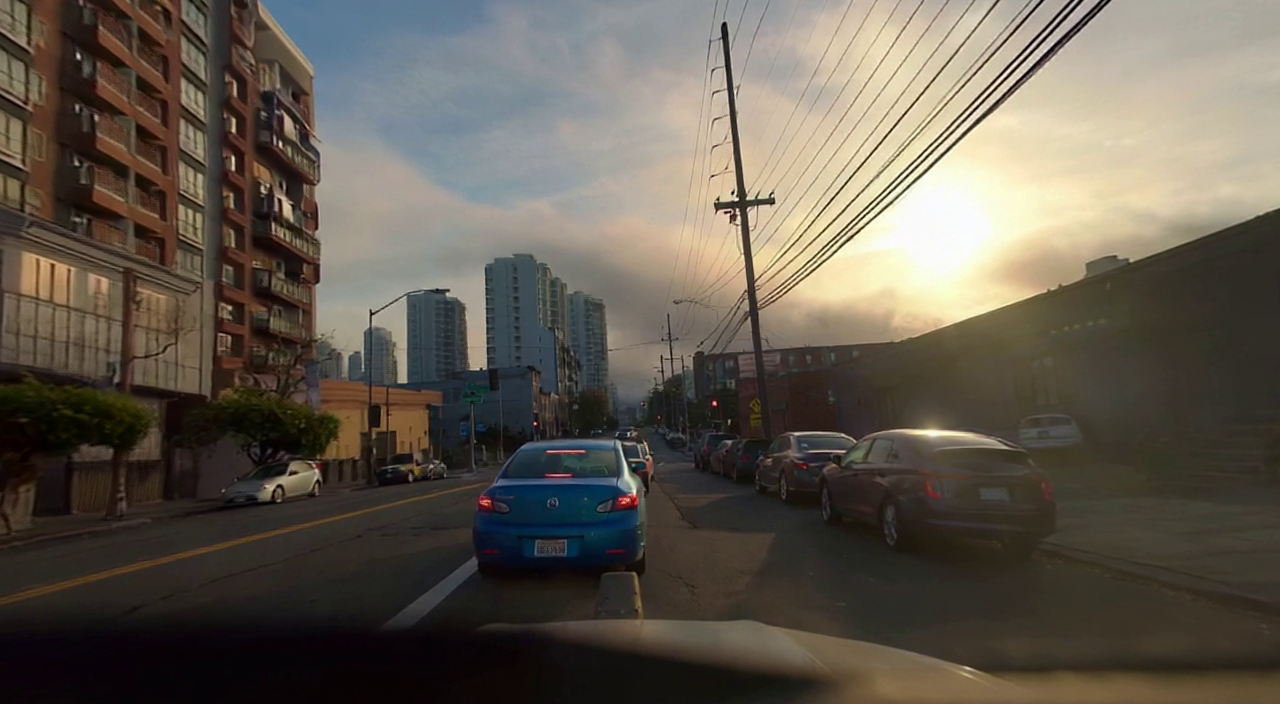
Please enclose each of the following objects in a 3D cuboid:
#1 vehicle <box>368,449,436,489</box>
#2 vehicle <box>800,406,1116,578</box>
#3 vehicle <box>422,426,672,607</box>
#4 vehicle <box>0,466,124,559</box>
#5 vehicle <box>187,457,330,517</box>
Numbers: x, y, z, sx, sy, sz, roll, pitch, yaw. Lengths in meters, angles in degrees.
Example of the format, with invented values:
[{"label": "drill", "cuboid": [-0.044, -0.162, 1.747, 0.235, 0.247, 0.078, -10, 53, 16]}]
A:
[{"label": "vehicle", "cuboid": [-11.937, 5.872, 31.993, 2.011, 1.687, 4.079, -4, -8, -3]}, {"label": "vehicle", "cuboid": [3.788, 1.747, 8.656, 1.967, 1.721, 4.410, 0, -8, -1]}, {"label": "vehicle", "cuboid": [-0.741, 1.680, 7.486, 2.019, 1.453, 4.603, 0, -8, 0]}, {"label": "vehicle", "cuboid": [-11.904, 2.887, 11.058, 1.850, 1.487, 4.711, -3, -8, -1]}, {"label": "vehicle", "cuboid": [-11.888, 4.197, 20.106, 1.868, 1.491, 4.367, -3, -9, 0]}]
